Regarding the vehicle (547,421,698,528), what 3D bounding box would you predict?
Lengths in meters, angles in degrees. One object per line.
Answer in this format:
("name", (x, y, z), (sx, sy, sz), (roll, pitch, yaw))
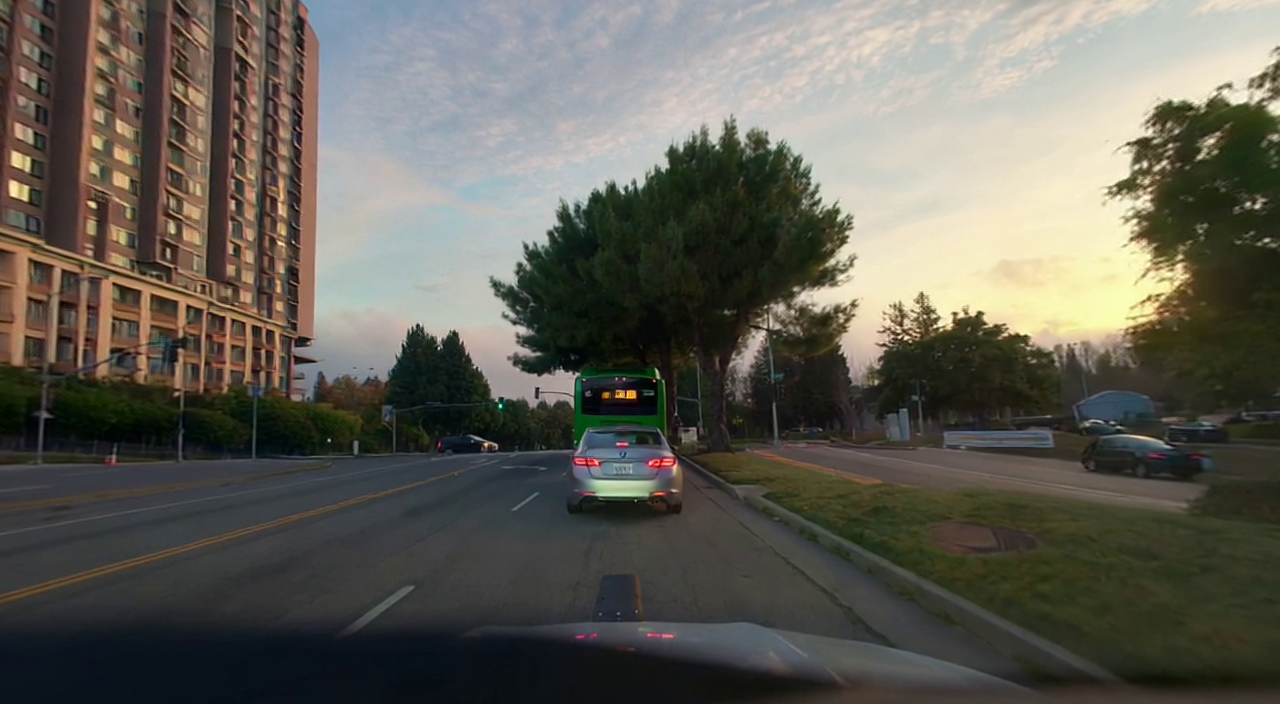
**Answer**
("vehicle", (-0.280, 1.947, 10.669), (2.064, 1.452, 3.942), (0, -8, -1))
